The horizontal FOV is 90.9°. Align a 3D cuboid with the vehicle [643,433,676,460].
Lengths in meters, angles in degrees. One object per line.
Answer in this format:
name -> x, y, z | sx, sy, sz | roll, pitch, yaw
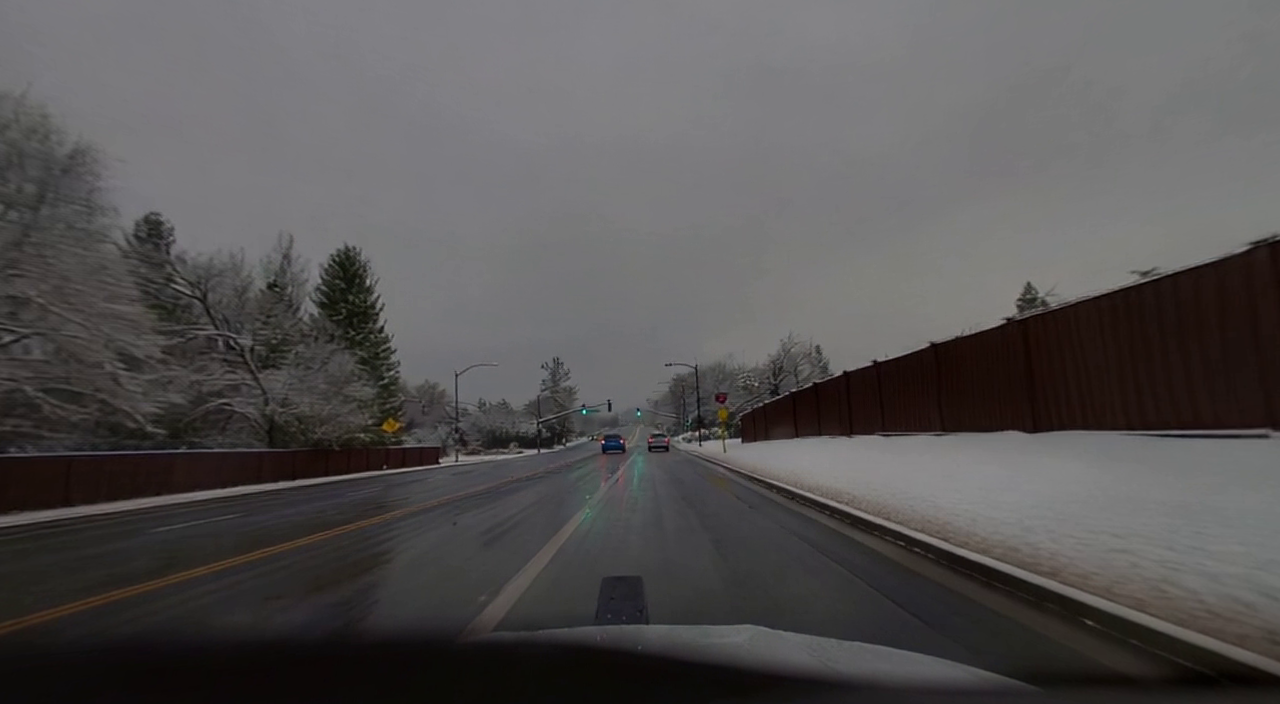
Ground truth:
vehicle -> 1.272, 6.341, 42.391 | 2.127, 1.665, 3.993 | 0, -8, 1
